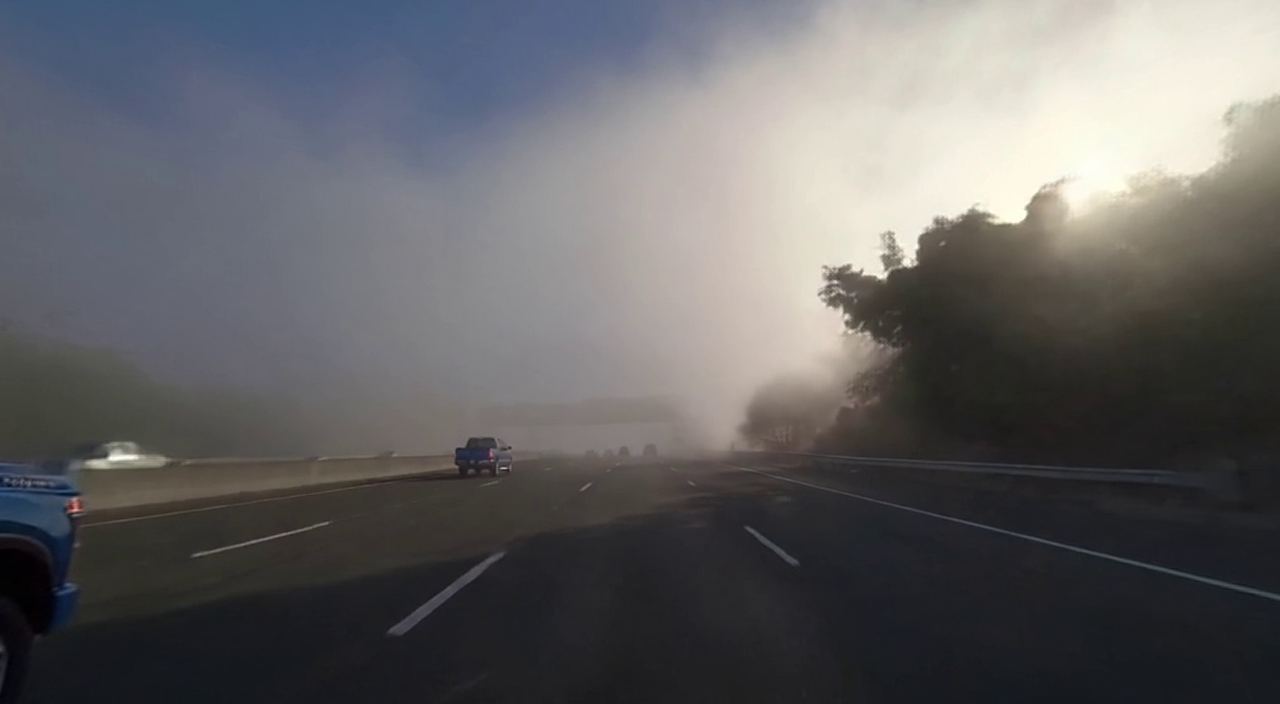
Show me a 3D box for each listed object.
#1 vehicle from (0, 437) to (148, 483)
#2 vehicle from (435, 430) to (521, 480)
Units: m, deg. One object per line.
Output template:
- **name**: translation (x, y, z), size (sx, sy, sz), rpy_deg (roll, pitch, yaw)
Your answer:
- **vehicle**: translation (-25.102, 4.697, 27.761), size (2.163, 1.815, 5.677), rpy_deg (0, -9, 0)
- **vehicle**: translation (-6.884, 4.465, 27.479), size (2.260, 1.917, 5.499), rpy_deg (0, -9, 0)
